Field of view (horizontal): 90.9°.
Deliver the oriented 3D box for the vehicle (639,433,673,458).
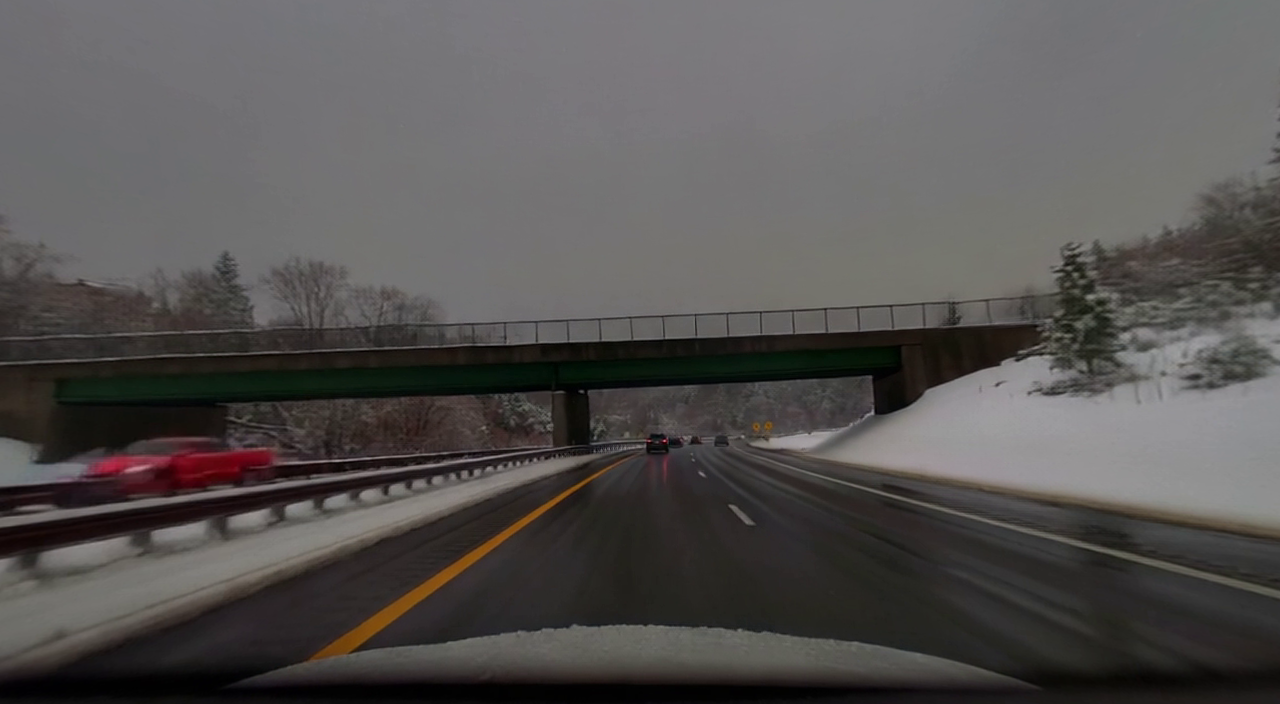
[{"bbox_3d":[1.083,6.026,40.693,1.993,1.461,3.812,-1,-8,4],"label":"vehicle"}]
